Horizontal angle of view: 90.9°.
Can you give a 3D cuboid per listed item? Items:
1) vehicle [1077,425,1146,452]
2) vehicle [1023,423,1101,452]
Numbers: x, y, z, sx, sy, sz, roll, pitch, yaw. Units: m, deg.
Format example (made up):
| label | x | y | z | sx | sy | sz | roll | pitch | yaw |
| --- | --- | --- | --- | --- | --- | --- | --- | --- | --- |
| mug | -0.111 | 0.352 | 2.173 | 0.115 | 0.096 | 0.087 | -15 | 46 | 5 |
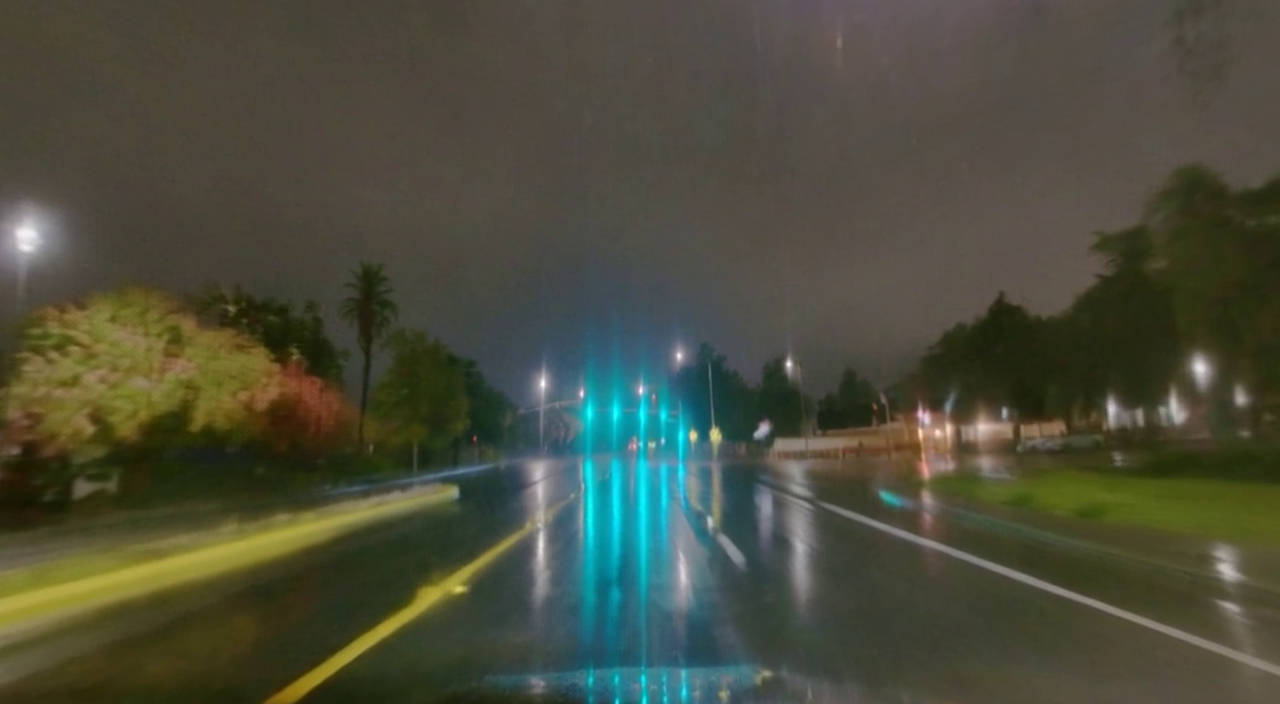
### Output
| label | x | y | z | sx | sy | sz | roll | pitch | yaw |
| --- | --- | --- | --- | --- | --- | --- | --- | --- | --- |
| vehicle | 31.250 | 5.772 | 41.909 | 1.928 | 1.622 | 3.895 | -2 | -9 | 7 |
| vehicle | 28.641 | 5.886 | 42.959 | 2.041 | 1.826 | 4.925 | -1 | -9 | 3 |
